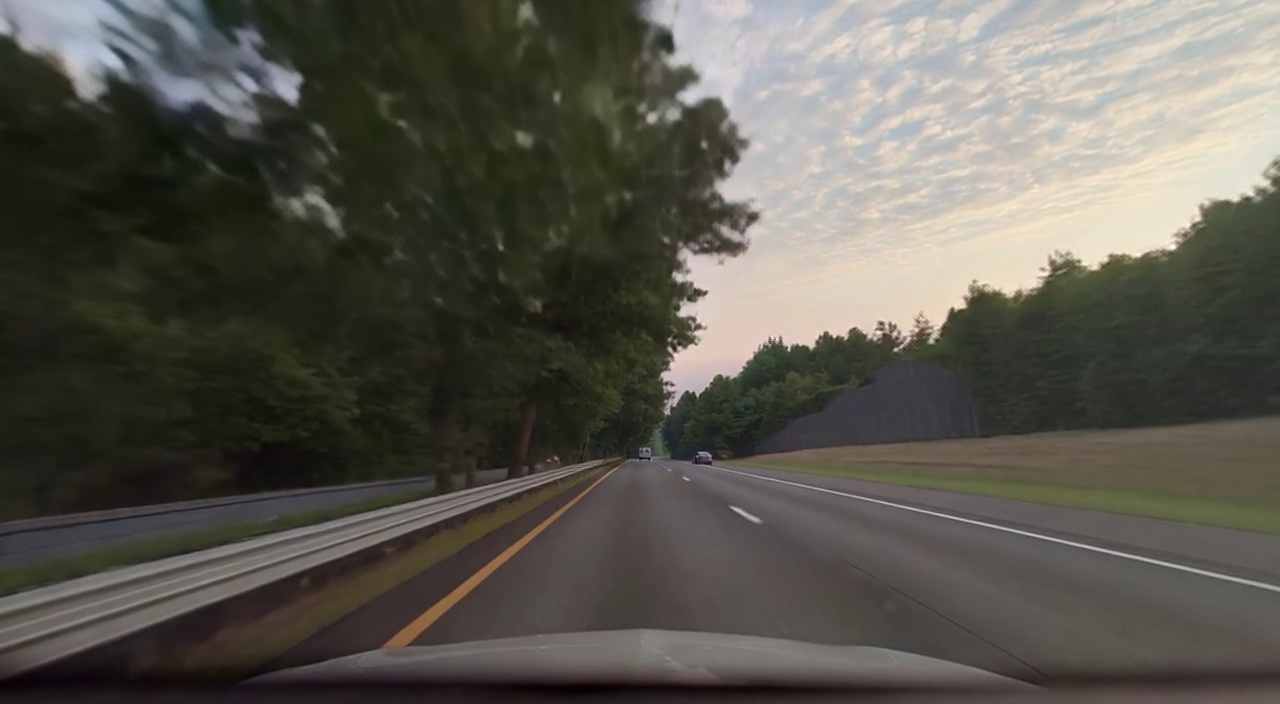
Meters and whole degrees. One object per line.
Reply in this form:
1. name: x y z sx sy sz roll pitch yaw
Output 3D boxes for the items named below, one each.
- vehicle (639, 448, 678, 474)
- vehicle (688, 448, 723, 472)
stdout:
1. vehicle: 1.054 6.589 38.252 2.162 1.492 3.975 0 -9 -1
2. vehicle: 4.388 7.246 42.473 1.846 1.485 3.679 0 -9 -2
